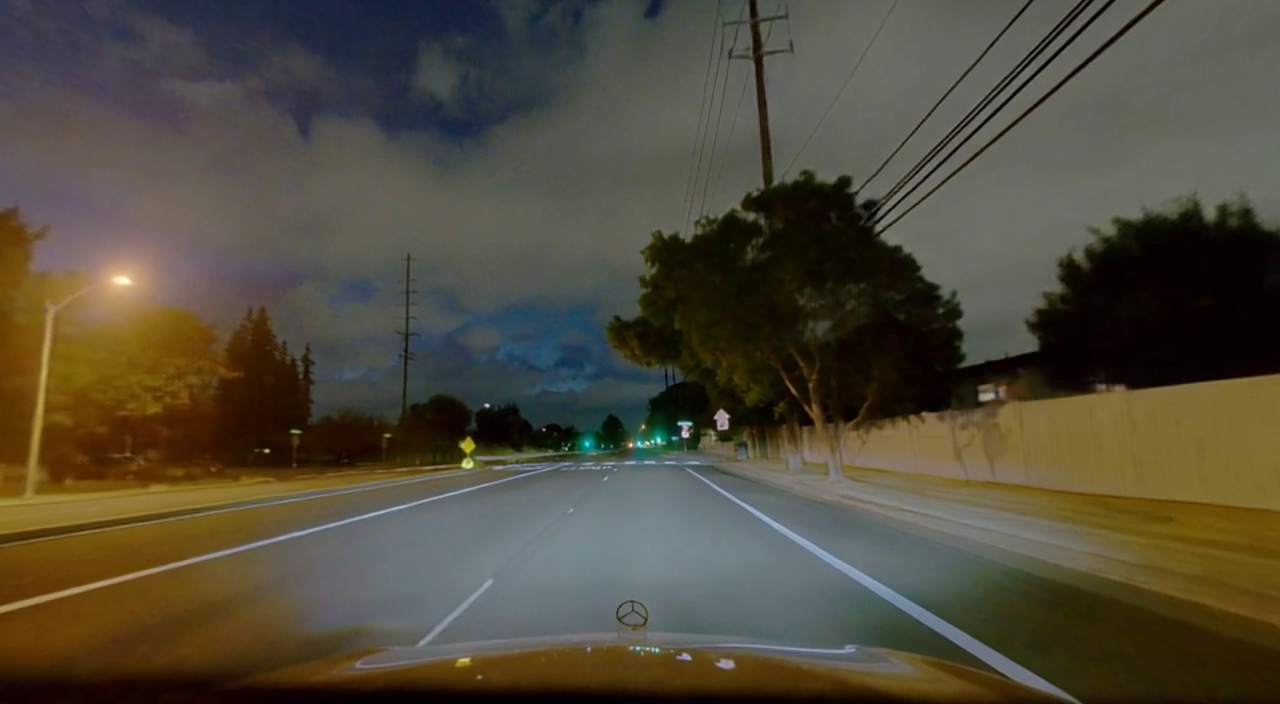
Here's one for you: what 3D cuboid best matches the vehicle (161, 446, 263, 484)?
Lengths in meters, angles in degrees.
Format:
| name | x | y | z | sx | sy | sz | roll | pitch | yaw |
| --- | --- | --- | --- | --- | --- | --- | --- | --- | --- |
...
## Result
| name | x | y | z | sx | sy | sz | roll | pitch | yaw |
| --- | --- | --- | --- | --- | --- | --- | --- | --- | --- |
| vehicle | -24.127 | 6.328 | 35.544 | 5.246 | 1.961 | 2.280 | -4 | -9 | 25 |

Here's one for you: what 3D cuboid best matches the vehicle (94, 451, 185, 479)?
| name | x | y | z | sx | sy | sz | roll | pitch | yaw |
| --- | --- | --- | --- | --- | --- | --- | --- | --- | --- |
| vehicle | -37.448 | 8.419 | 47.293 | 4.728 | 1.955 | 2.198 | 2 | -8 | -12 |

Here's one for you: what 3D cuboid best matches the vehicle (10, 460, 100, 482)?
| name | x | y | z | sx | sy | sz | roll | pitch | yaw |
| --- | --- | --- | --- | --- | --- | --- | --- | --- | --- |
| vehicle | -42.635 | 8.680 | 46.053 | 4.454 | 1.443 | 1.736 | 2 | -8 | -12 |
